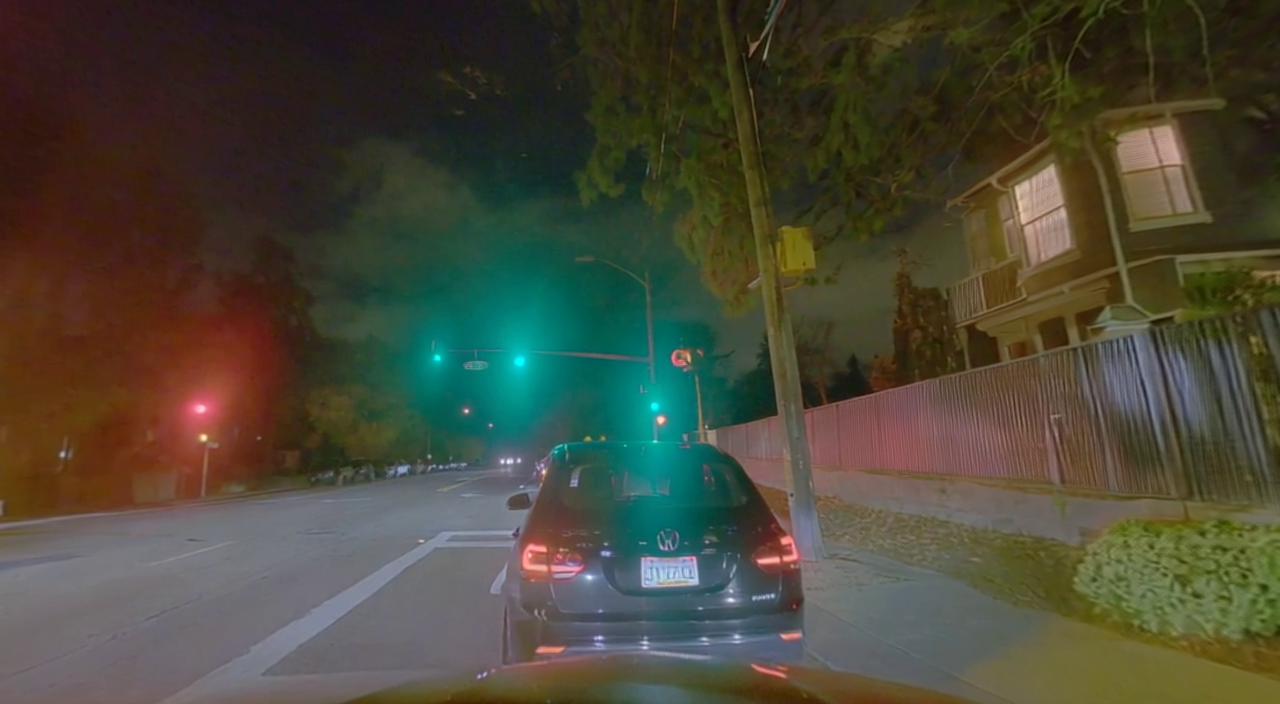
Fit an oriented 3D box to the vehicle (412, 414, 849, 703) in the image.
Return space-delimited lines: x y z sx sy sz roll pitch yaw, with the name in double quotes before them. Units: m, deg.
"vehicle" -0.197 1.322 4.822 2.024 1.502 3.702 1 -8 -6
